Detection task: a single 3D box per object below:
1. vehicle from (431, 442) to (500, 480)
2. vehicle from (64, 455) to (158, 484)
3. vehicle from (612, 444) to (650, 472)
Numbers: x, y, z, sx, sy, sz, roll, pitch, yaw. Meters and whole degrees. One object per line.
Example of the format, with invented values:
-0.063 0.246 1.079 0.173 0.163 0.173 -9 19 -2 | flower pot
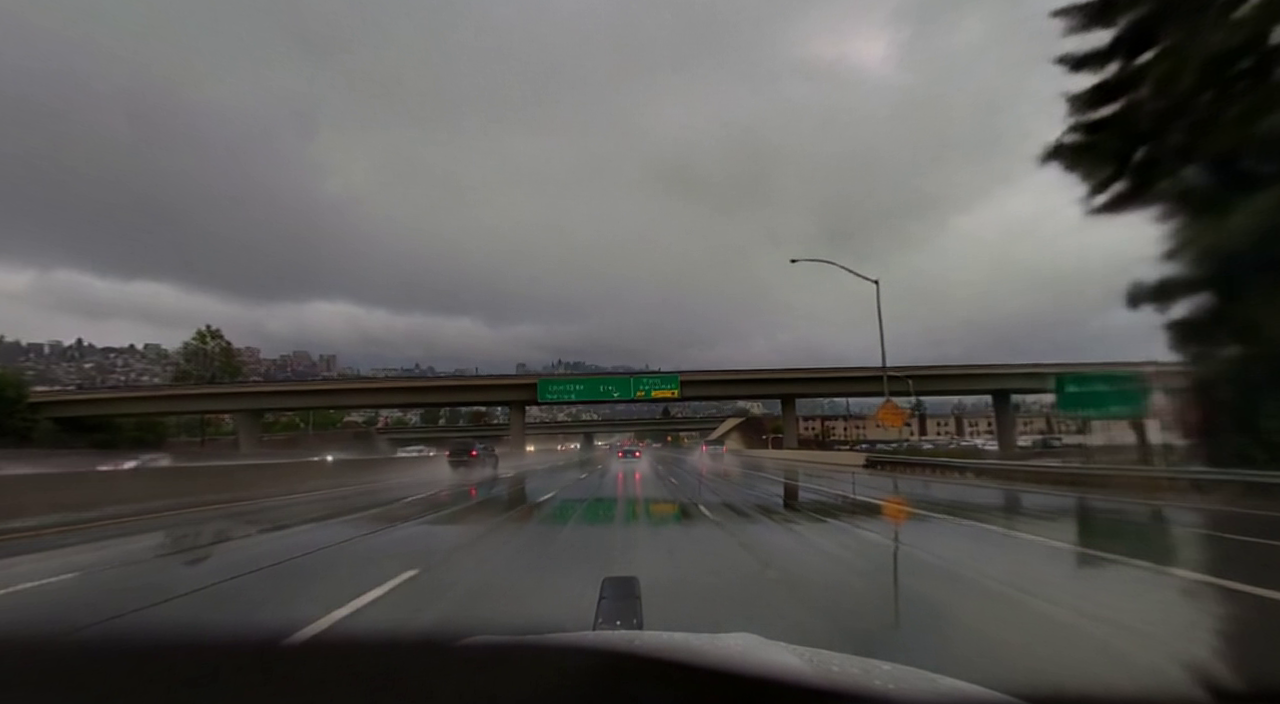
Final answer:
-7.833 4.937 28.873 1.957 1.554 4.350 0 -9 -1 | vehicle
-34.918 7.764 41.908 2.037 1.705 4.919 0 -8 -1 | vehicle
-0.534 5.825 34.949 2.012 1.471 4.059 0 -9 -2 | vehicle
